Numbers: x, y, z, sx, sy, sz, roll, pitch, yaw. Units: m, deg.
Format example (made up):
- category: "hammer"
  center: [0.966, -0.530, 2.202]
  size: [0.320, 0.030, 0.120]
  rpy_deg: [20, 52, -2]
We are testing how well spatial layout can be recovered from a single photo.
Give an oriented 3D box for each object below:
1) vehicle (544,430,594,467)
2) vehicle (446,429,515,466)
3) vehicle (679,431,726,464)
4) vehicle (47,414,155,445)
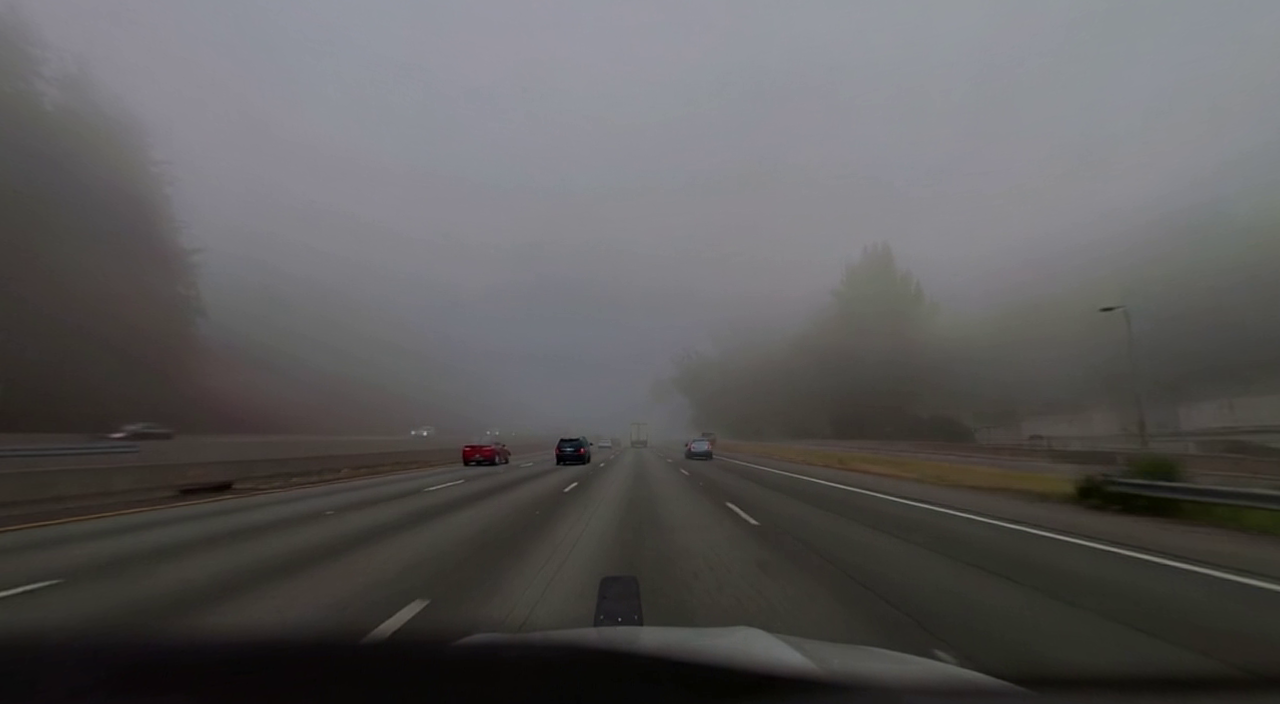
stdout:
- category: "vehicle"
  center: [-3.479, 4.831, 31.559]
  size: [2.002, 1.680, 4.301]
  rpy_deg: [0, -9, 0]
- category: "vehicle"
  center: [-7.965, 4.831, 31.901]
  size: [2.237, 1.703, 4.681]
  rpy_deg: [0, -9, 0]
- category: "vehicle"
  center: [3.338, 5.226, 34.511]
  size: [2.053, 1.698, 4.097]
  rpy_deg: [0, -9, -1]
- category: "vehicle"
  center: [-27.410, 4.016, 32.183]
  size: [1.839, 1.478, 4.058]
  rpy_deg: [0, -9, 1]
